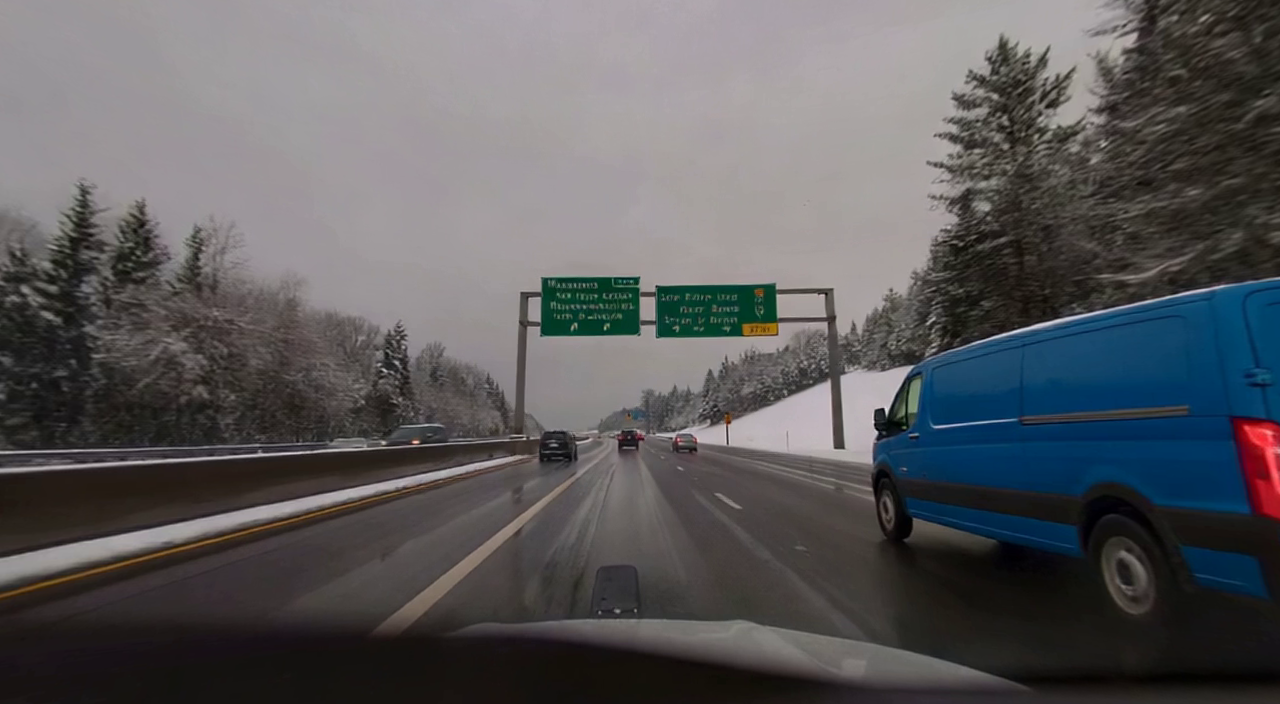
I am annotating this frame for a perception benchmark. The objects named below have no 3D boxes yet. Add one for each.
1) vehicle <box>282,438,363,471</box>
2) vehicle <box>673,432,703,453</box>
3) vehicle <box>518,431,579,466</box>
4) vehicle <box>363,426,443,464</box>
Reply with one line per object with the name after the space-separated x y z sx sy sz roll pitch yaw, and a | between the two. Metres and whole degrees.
-14.840 4.766 29.728 1.842 1.427 3.837 0 -8 -1 | vehicle
3.502 6.663 46.590 1.806 1.469 3.681 0 -8 -2 | vehicle
-4.100 4.397 29.014 2.204 1.486 4.121 0 -8 0 | vehicle
-11.664 4.598 31.392 2.084 1.737 4.812 0 -8 0 | vehicle
